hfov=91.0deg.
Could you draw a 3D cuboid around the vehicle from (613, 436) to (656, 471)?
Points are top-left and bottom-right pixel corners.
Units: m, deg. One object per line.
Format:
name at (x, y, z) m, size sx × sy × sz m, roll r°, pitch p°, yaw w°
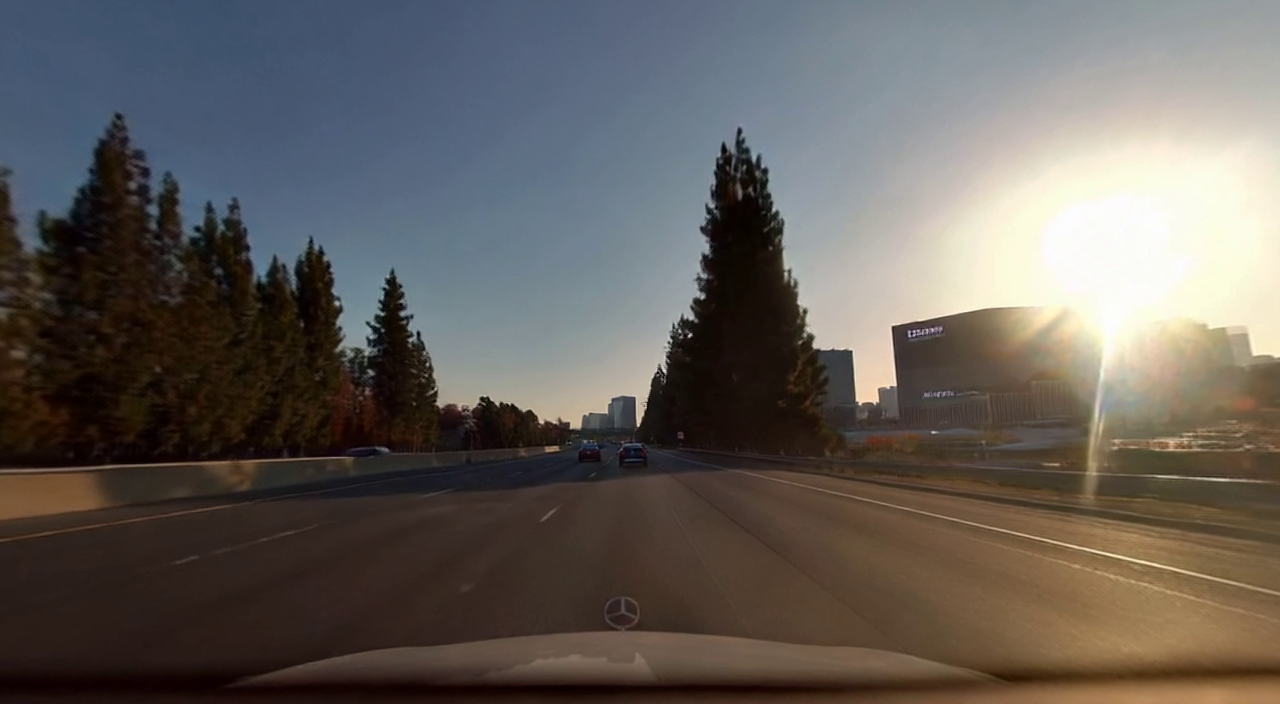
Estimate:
vehicle at (-0.325, 5.756, 35.948) m, size 2.302 × 1.810 × 4.707 m, roll 0°, pitch -8°, yaw -1°
